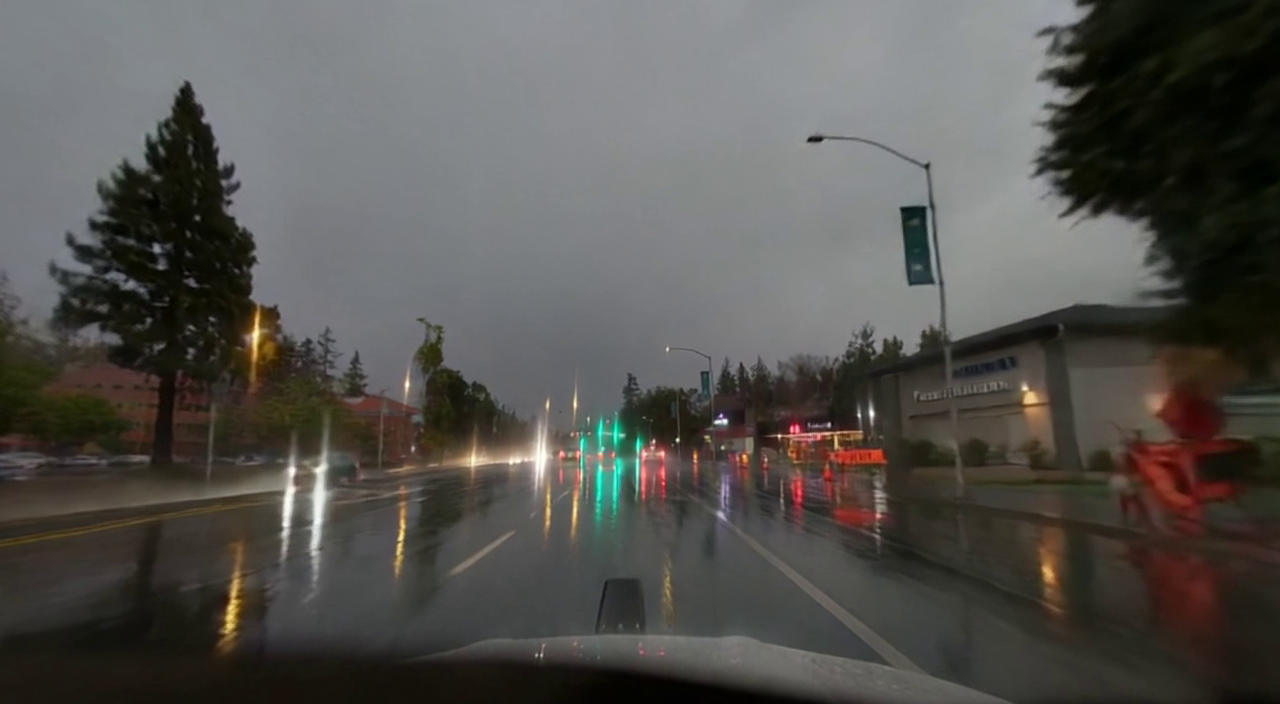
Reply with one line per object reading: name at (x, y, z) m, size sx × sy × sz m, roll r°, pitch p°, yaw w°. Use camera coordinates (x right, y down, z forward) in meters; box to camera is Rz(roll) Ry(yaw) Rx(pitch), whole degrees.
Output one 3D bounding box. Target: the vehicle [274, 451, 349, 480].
vehicle at (-18.076, 6.240, 35.001) m, size 1.866 × 1.477 × 4.445 m, roll 0°, pitch -9°, yaw -1°
